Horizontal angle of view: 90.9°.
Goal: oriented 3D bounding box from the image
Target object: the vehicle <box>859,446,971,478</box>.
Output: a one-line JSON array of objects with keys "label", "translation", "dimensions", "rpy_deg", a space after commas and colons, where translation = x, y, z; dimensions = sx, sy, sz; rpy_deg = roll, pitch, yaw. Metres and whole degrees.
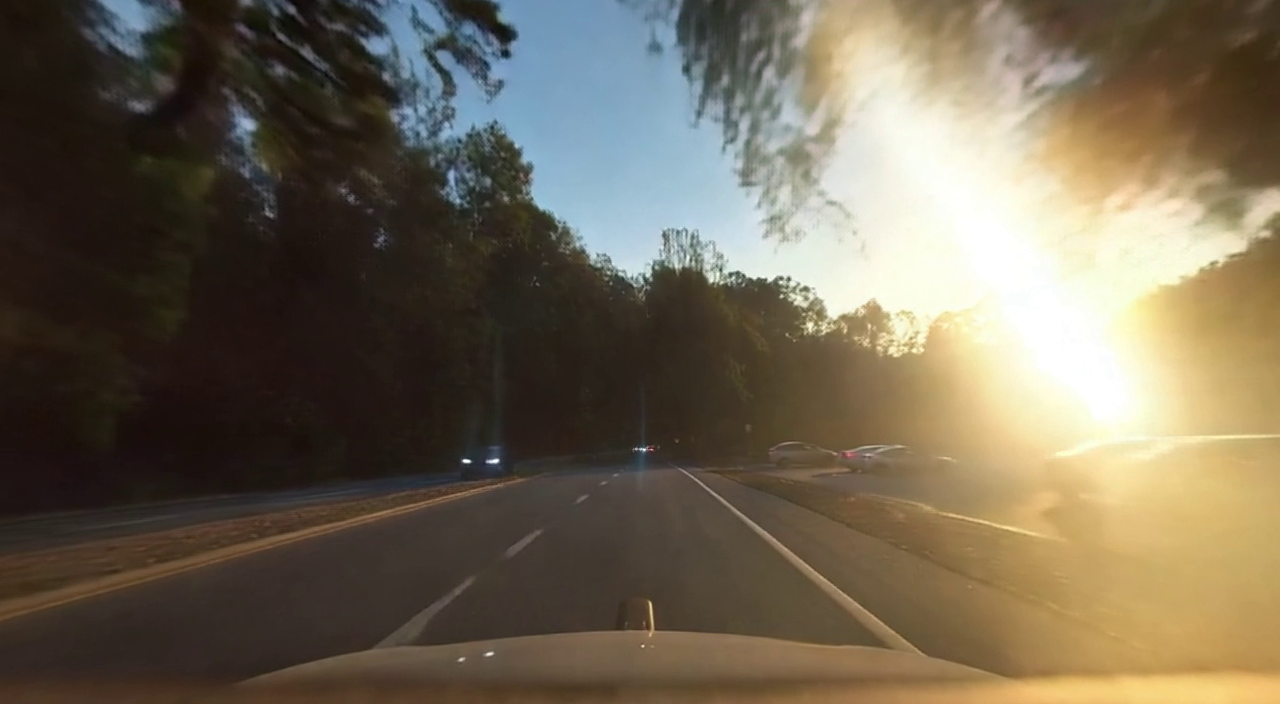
[{"label": "vehicle", "translation": [13.083, 5.222, 30.161], "dimensions": [4.438, 1.444, 1.900], "rpy_deg": [0, -9, 0]}]

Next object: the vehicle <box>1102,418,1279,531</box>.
[{"label": "vehicle", "translation": [10.896, 2.015, 10.674], "dimensions": [4.493, 1.705, 2.034], "rpy_deg": [0, -9, 0]}]

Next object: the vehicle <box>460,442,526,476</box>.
[{"label": "vehicle", "translation": [-8.392, 6.160, 36.618], "dimensions": [2.401, 1.807, 4.960], "rpy_deg": [-1, -9, 3]}]

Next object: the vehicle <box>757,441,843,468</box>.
[{"label": "vehicle", "translation": [10.676, 6.852, 42.344], "dimensions": [5.118, 1.701, 2.175], "rpy_deg": [0, -9, -2]}]
